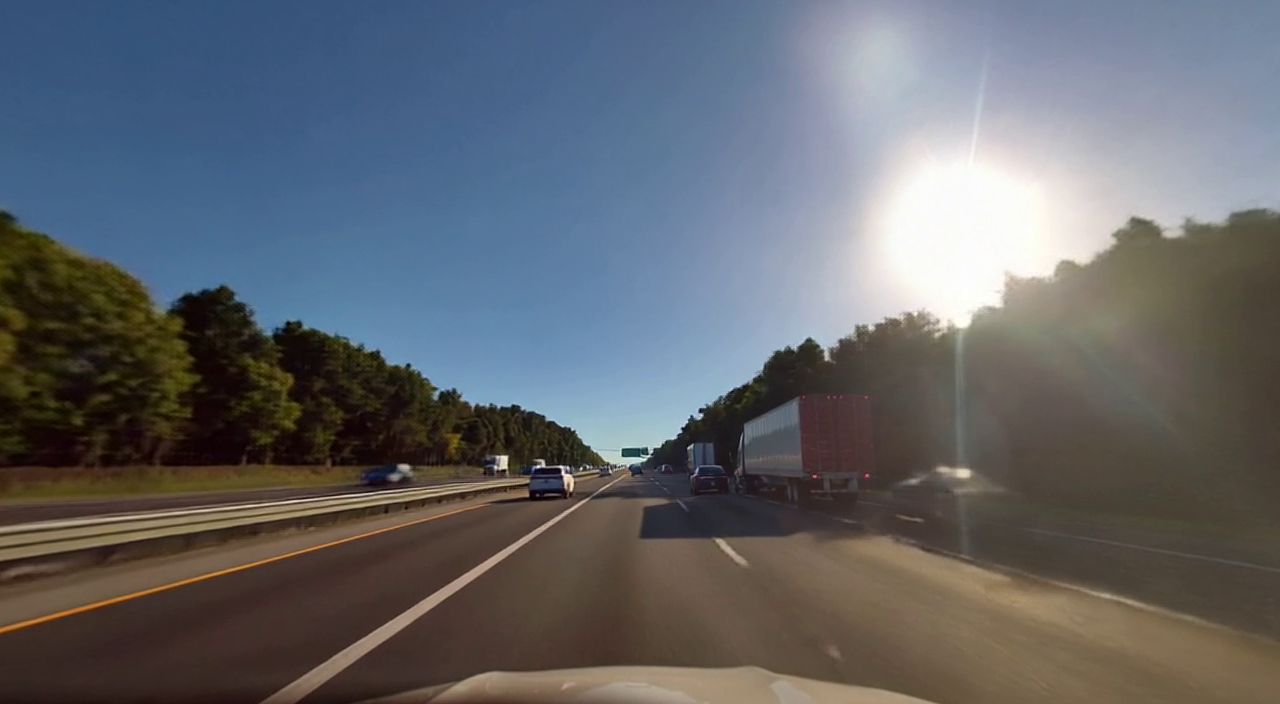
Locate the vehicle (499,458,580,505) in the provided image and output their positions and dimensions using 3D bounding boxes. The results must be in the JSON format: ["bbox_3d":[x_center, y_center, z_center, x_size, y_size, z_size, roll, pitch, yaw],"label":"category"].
[{"bbox_3d":[-3.526,4.662,22.911,2.065,1.485,4.682,1,-10,1],"label":"vehicle"}]

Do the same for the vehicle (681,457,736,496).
[{"bbox_3d":[3.220,6.011,30.477,2.050,1.708,4.457,1,-10,-1],"label":"vehicle"}]

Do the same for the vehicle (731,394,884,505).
[{"bbox_3d":[7.484,5.176,32.160,2.861,4.086,17.499,1,-10,-1],"label":"vehicle"}]

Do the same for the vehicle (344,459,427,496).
[{"bbox_3d":[-11.319,5.623,28.319,1.891,1.454,4.435,1,-10,0],"label":"vehicle"}]

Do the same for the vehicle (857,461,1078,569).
[{"bbox_3d":[5.262,2.642,10.749,1.672,1.475,3.733,1,-11,-2],"label":"vehicle"}]
